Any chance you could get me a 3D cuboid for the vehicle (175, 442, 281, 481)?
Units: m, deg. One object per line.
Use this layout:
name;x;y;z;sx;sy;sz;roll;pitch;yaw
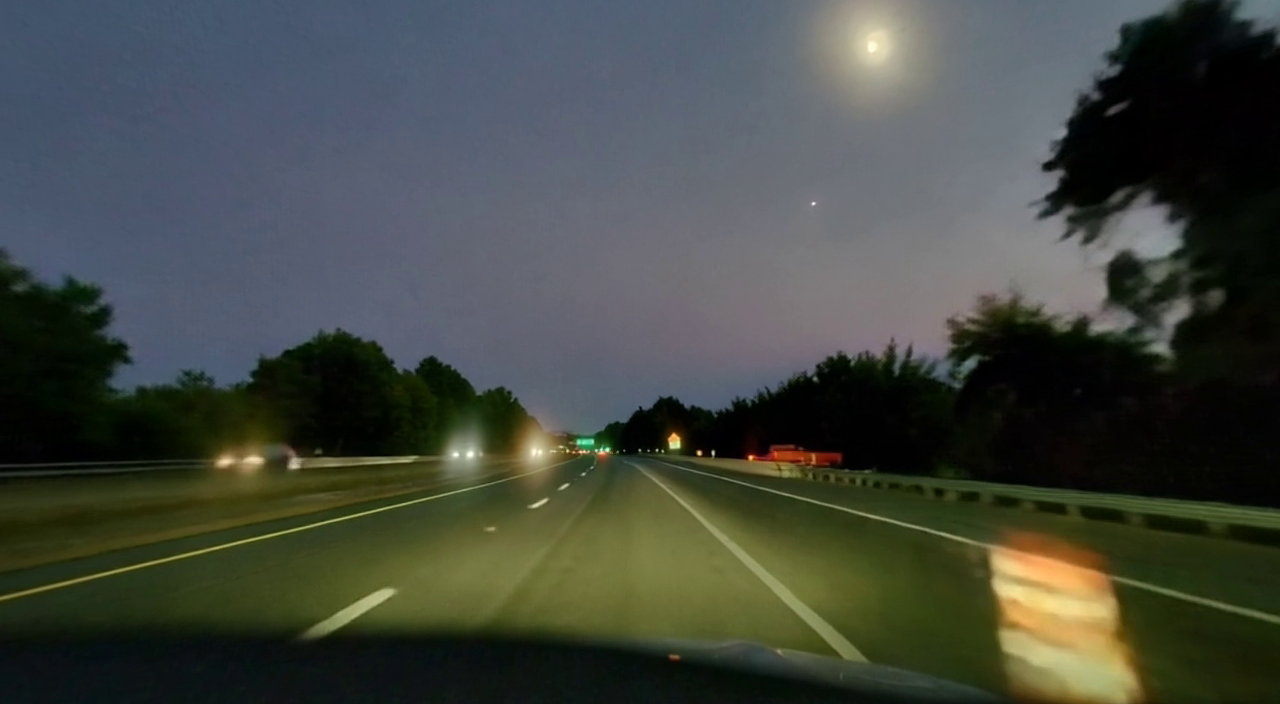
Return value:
vehicle;-17.813;4.726;27.519;1.851;1.543;4.162;0;-9;-1
